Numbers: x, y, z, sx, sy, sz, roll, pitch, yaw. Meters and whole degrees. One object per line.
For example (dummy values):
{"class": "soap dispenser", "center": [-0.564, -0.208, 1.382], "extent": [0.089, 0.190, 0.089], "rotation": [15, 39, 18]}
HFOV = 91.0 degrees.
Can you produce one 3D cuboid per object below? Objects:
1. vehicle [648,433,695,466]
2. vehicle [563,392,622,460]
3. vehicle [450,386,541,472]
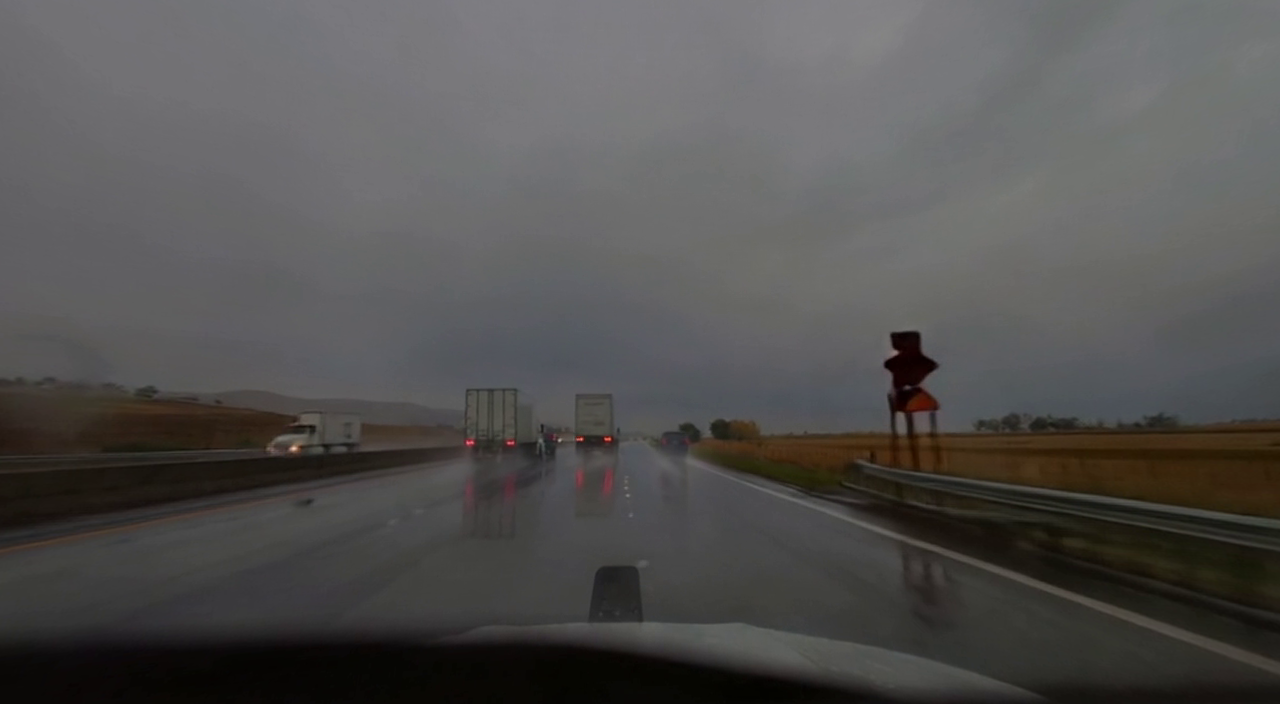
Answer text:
{"class": "vehicle", "center": [1.477, 4.726, 30.628], "extent": [1.891, 1.477, 3.599], "rotation": [0, -8, -3]}
{"class": "vehicle", "center": [-3.377, 5.624, 46.449], "extent": [3.475, 4.037, 17.454], "rotation": [0, -8, -4]}
{"class": "vehicle", "center": [-6.310, 3.527, 28.623], "extent": [2.728, 3.405, 7.096], "rotation": [0, -8, -3]}
